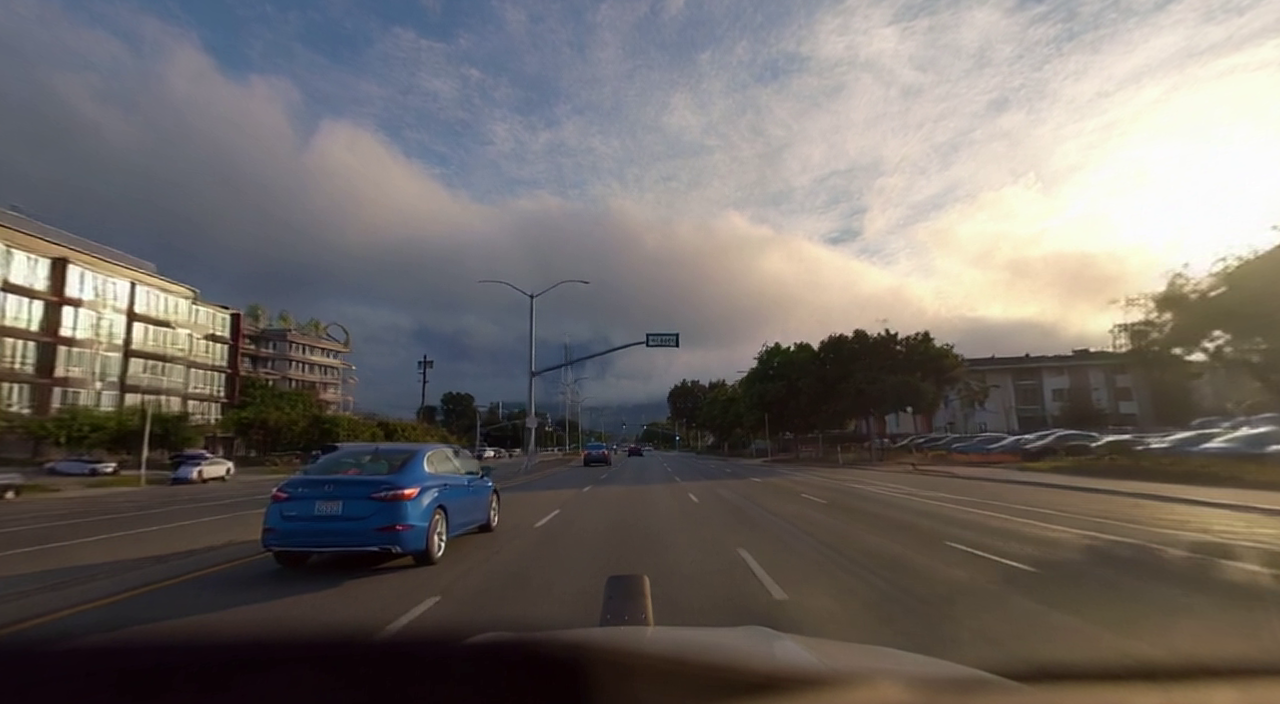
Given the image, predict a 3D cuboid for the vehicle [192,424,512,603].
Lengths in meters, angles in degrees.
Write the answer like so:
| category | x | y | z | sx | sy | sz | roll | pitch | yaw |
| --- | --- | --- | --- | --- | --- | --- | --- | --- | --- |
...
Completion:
| category | x | y | z | sx | sy | sz | roll | pitch | yaw |
| --- | --- | --- | --- | --- | --- | --- | --- | --- | --- |
| vehicle | -3.230 | 1.862 | 8.278 | 2.009 | 1.489 | 4.543 | -5 | -8 | 1 |
